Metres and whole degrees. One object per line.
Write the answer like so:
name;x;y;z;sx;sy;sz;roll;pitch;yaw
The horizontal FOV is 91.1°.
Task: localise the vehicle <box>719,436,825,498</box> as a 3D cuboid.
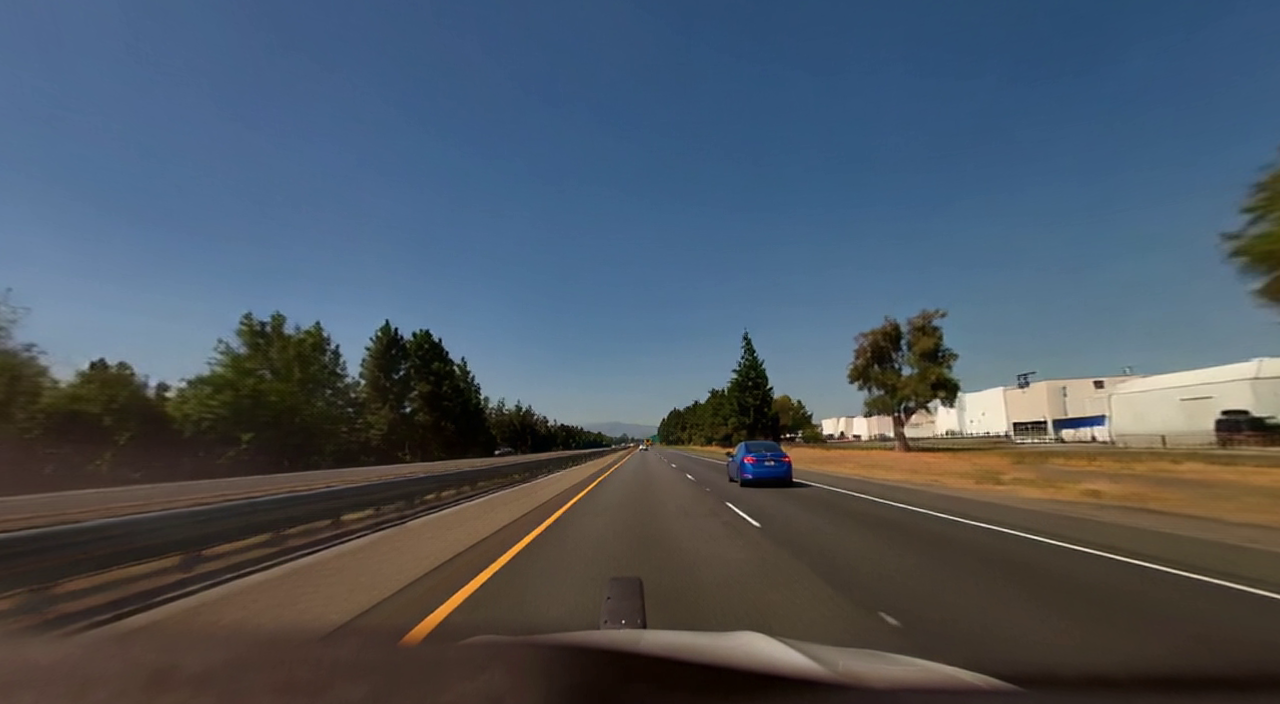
vehicle;3.586;3.201;17.847;2.079;1.531;3.997;0;-8;-1
